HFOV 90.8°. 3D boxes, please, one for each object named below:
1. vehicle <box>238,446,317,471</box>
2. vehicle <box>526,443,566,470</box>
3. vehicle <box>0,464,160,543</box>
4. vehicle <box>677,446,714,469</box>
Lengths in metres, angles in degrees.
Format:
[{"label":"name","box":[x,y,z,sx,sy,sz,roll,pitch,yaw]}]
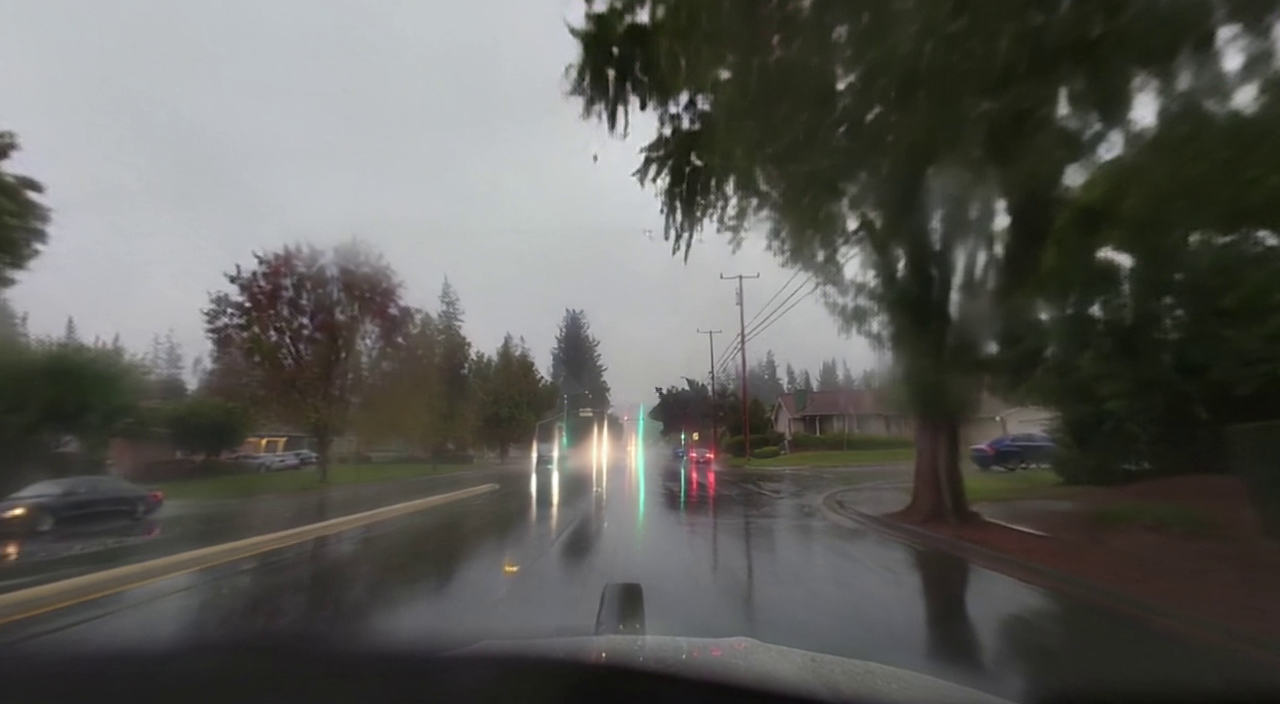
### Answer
[{"label":"vehicle","box":[-28.540,8.369,49.887,4.750,1.845,2.382,0,-8,-1]},{"label":"vehicle","box":[-6.751,7.517,45.788,2.092,1.810,4.882,0,-8,0]},{"label":"vehicle","box":[-13.821,3.438,14.664,1.863,1.481,4.363,-2,-9,1]},{"label":"vehicle","box":[3.790,7.331,44.005,2.031,1.500,4.590,0,-8,-1]}]
